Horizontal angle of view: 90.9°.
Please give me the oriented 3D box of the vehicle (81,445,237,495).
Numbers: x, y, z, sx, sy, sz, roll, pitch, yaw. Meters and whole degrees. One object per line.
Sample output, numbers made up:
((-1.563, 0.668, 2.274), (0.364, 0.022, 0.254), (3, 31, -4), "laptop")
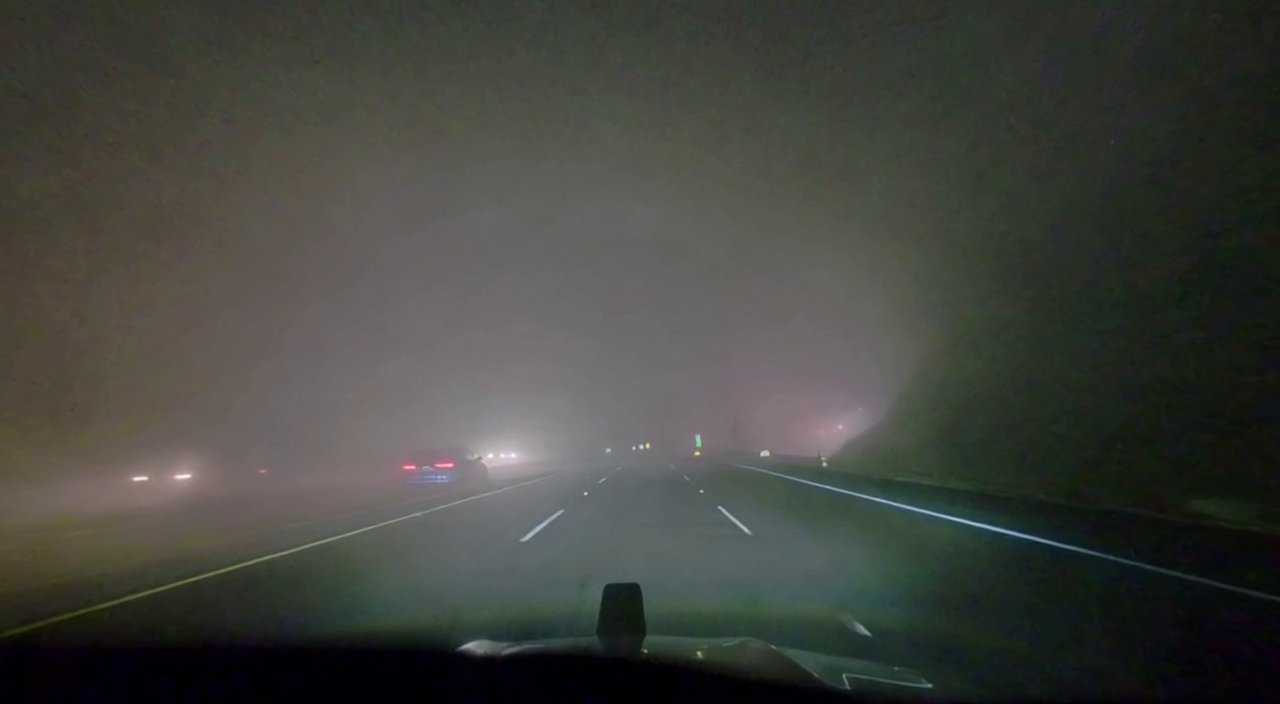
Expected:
((-20.902, 5.117, 27.902), (2.220, 1.938, 5.886), (0, -8, 1), "vehicle")
